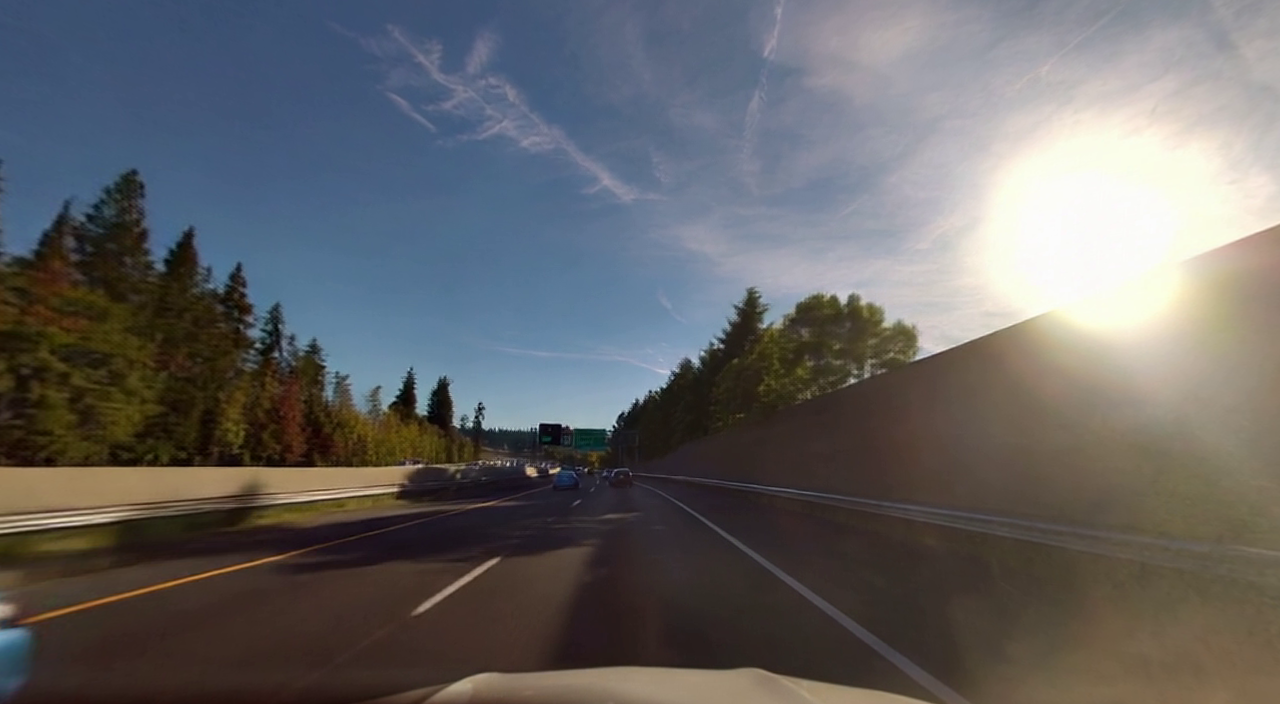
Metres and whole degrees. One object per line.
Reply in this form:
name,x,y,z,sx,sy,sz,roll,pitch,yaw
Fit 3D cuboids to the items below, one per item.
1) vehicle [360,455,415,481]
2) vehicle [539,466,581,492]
vehicle,-17.455,8.093,43.841,1.962,1.692,4.541,1,-11,-1
vehicle,-5.136,8.215,40.934,2.310,1.521,4.731,1,-11,-3
